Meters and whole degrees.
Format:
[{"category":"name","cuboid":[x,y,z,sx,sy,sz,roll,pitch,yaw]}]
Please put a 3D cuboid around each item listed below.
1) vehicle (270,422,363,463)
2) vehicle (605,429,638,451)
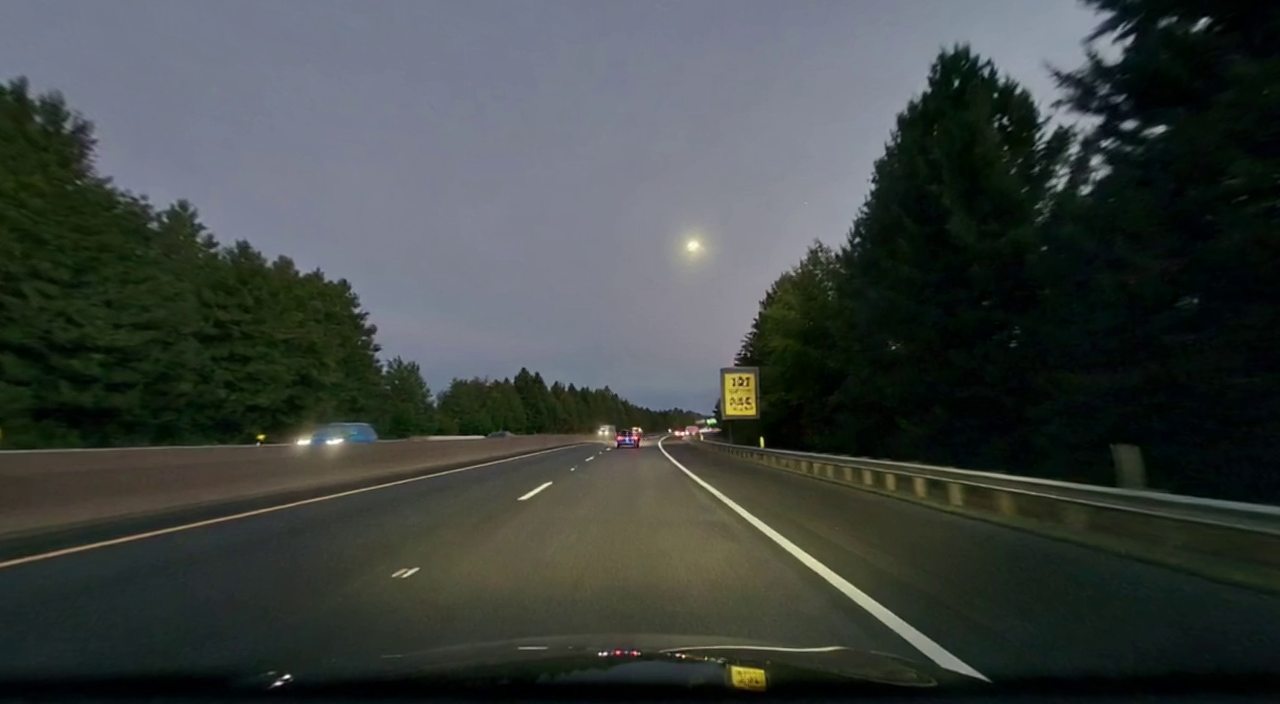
[{"category":"vehicle","cuboid":[-16.047,4.523,31.596,2.030,1.866,4.818,0,-8,1]},{"category":"vehicle","cuboid":[-1.289,6.452,46.178,2.051,1.529,4.303,-1,-8,3]}]
